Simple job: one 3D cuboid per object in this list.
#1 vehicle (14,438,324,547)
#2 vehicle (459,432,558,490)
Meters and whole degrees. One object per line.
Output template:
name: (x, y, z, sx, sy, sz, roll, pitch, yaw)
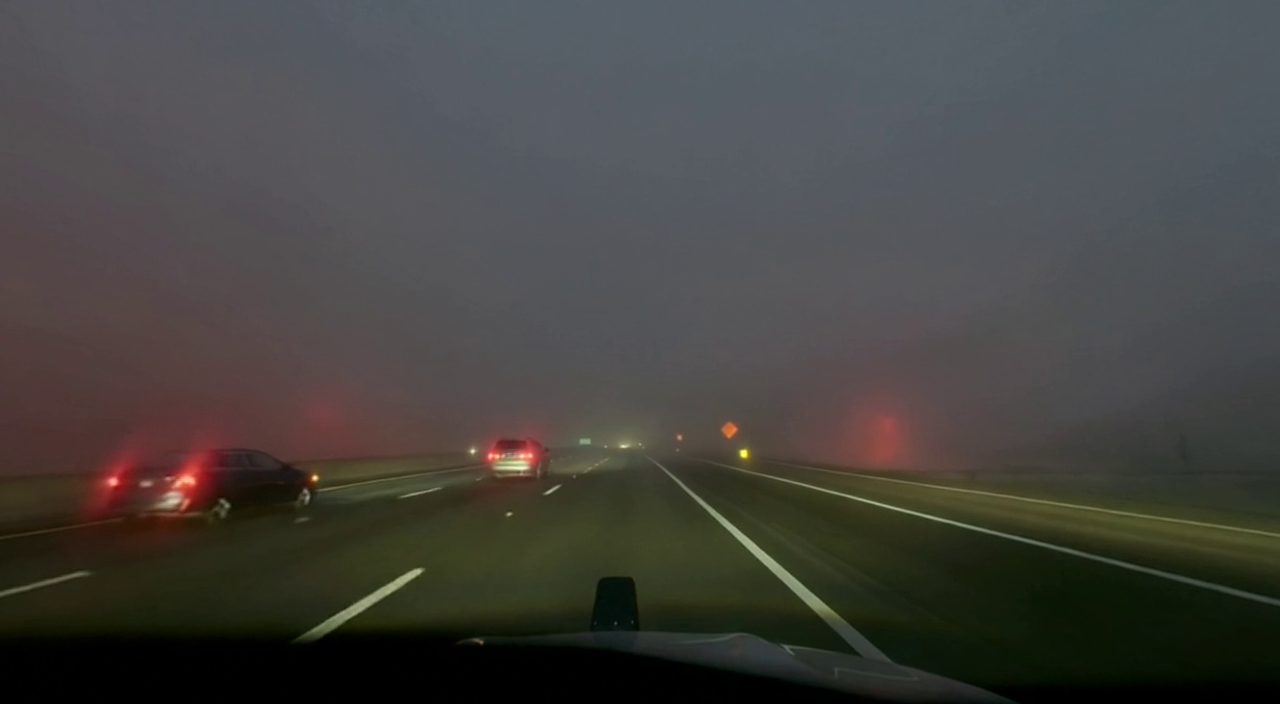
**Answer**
vehicle: (-7.920, 2.348, 11.394, 1.924, 1.519, 4.791, 0, -8, 0)
vehicle: (-4.228, 3.586, 21.162, 2.200, 1.662, 5.091, 0, -8, 0)
